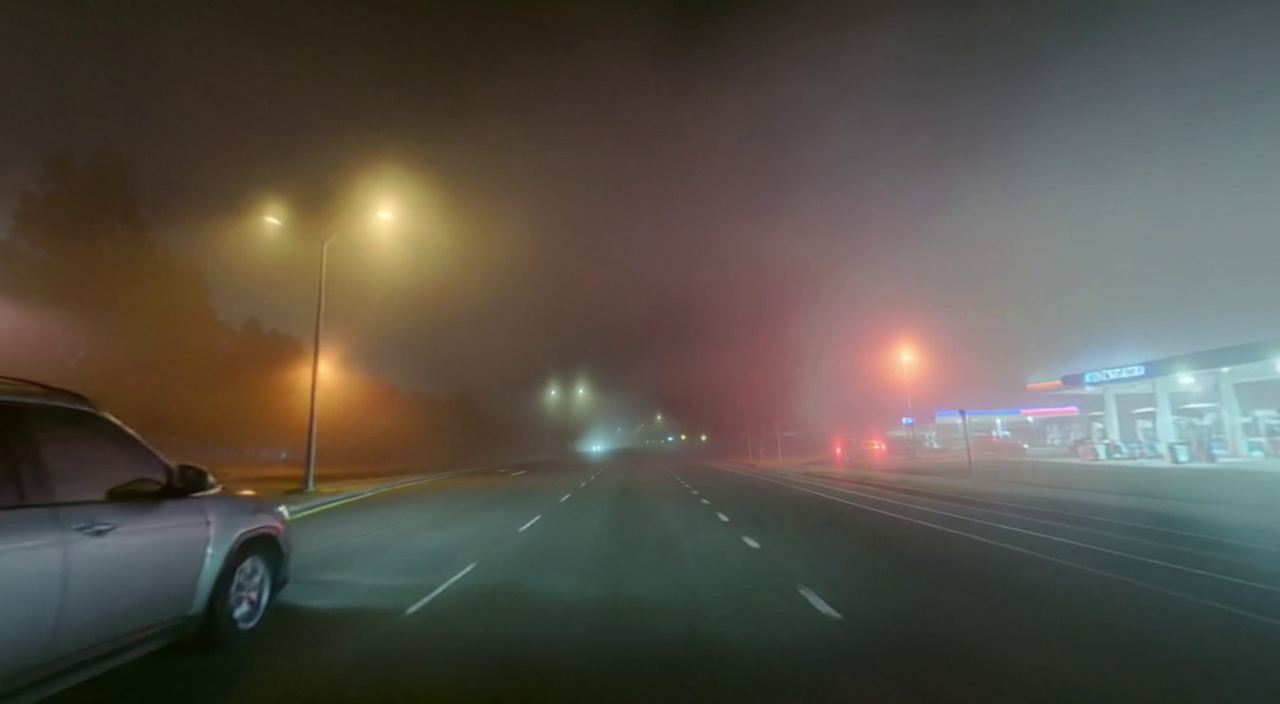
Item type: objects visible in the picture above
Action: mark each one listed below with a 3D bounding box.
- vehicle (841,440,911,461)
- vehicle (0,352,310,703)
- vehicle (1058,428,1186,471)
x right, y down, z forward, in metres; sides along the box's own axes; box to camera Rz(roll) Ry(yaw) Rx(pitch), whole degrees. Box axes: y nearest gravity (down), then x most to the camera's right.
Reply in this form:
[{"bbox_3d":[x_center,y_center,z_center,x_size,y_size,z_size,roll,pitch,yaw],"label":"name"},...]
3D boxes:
[{"bbox_3d":[17.983,7.553,48.129,4.671,1.466,1.937,0,-10,5],"label":"vehicle"},{"bbox_3d":[-3.391,0.801,2.090,2.039,1.656,4.710,0,-9,0],"label":"vehicle"},{"bbox_3d":[23.237,4.700,30.667,2.302,1.795,4.724,-2,-8,-3],"label":"vehicle"}]
